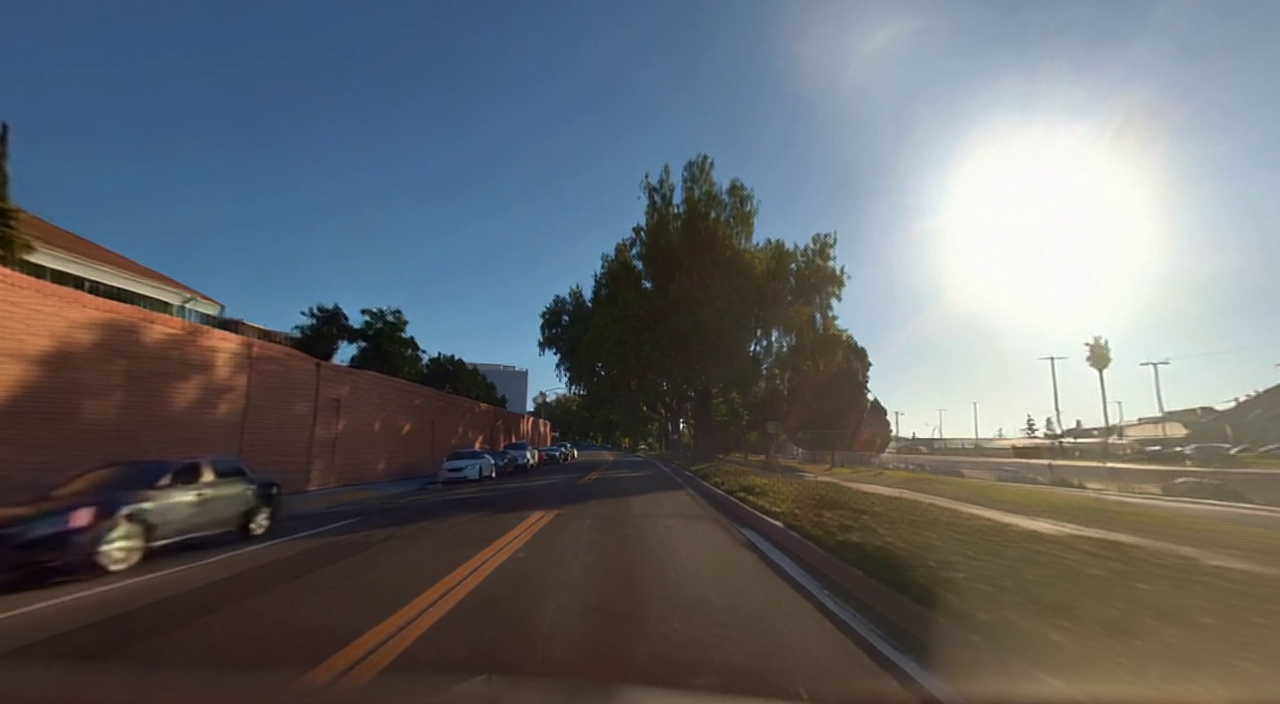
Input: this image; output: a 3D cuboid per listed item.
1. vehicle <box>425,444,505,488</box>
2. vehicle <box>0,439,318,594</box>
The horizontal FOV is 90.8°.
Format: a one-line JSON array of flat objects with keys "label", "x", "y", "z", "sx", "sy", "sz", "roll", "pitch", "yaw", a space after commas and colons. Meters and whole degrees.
[{"label": "vehicle", "x": -6.946, "y": 4.528, "z": 25.562, "sx": 1.989, "sy": 1.485, "sz": 4.218, "roll": 2, "pitch": -7, "yaw": 0}, {"label": "vehicle", "x": -6.712, "y": 2.026, "z": 8.905, "sx": 1.929, "sy": 1.491, "sz": 4.642, "roll": 3, "pitch": -8, "yaw": -1}]
